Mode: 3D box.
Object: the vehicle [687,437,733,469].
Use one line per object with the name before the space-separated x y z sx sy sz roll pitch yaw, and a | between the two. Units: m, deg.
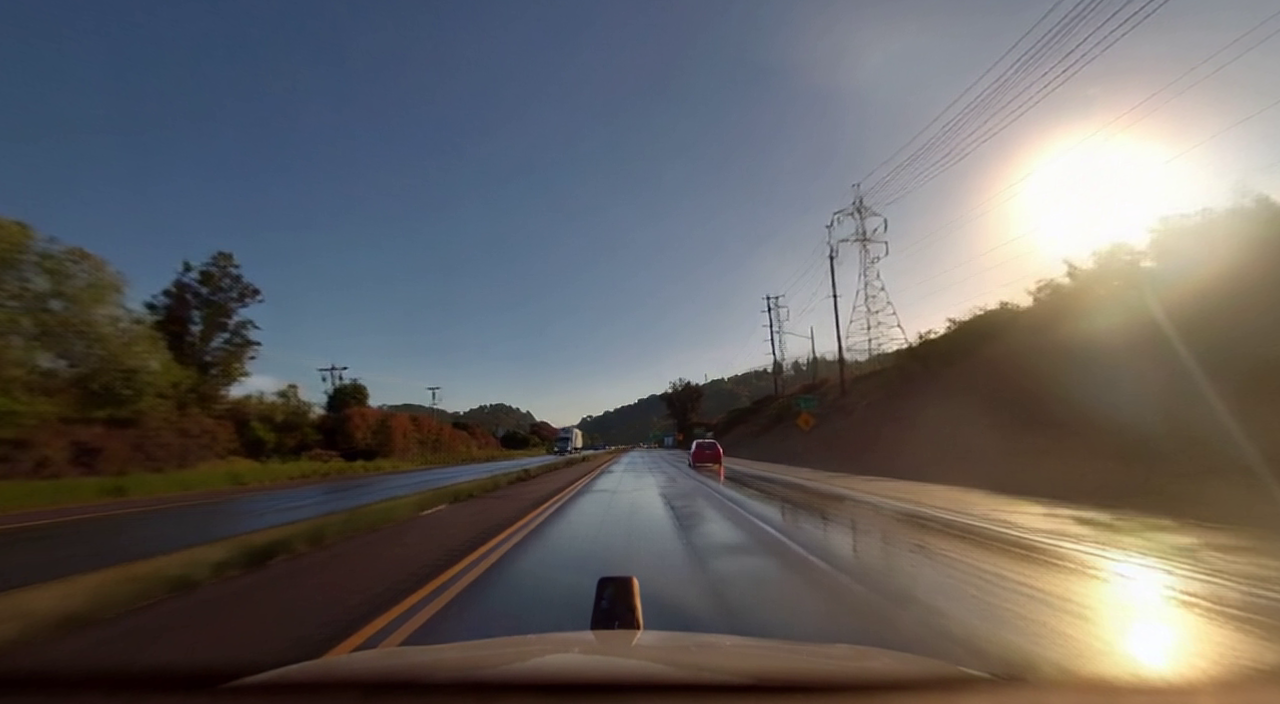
vehicle | 3.671 5.379 33.799 1.977 1.581 4.428 -1 -8 0
